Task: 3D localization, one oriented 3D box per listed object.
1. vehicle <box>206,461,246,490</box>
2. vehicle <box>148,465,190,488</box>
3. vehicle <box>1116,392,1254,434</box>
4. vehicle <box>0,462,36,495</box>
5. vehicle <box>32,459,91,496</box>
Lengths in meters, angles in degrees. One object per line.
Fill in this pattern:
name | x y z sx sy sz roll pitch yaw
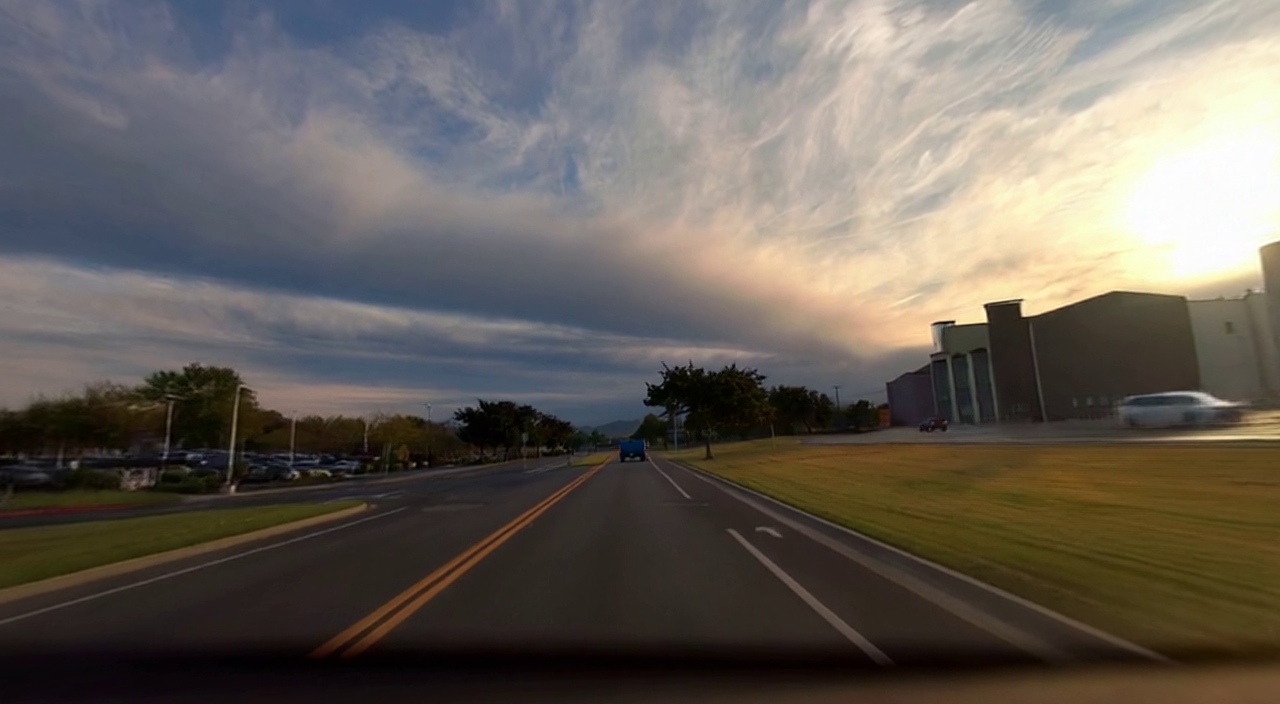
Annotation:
vehicle | -27.865 8.239 42.418 1.930 1.718 4.438 6 -10 -35
vehicle | -32.060 8.444 42.933 1.747 1.468 3.972 7 -13 -42
vehicle | 21.651 2.504 25.343 1.805 1.478 3.950 0 -8 -5
vehicle | -37.806 7.499 37.629 2.047 1.746 4.461 6 -10 -37
vehicle | -34.533 7.452 37.834 2.050 1.938 4.789 6 -10 -37
